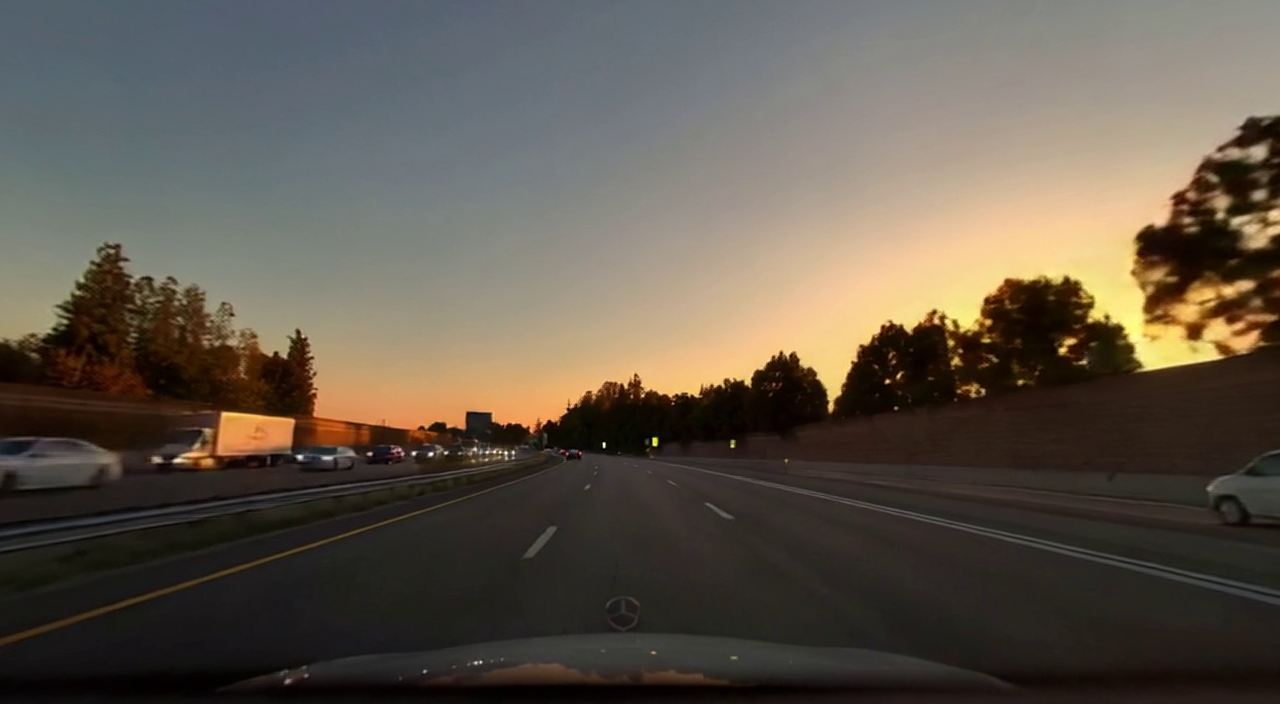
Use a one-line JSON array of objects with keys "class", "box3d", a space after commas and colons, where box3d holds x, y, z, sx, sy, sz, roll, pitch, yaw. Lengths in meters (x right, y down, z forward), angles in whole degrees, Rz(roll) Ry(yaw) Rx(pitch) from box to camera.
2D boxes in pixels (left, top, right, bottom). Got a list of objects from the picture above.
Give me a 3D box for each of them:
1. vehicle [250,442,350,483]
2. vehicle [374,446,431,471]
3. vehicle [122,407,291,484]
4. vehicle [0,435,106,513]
[{"class": "vehicle", "box3d": [-13.932, 4.542, 26.008, 1.870, 1.494, 4.423, 0, -9, -3]}, {"class": "vehicle", "box3d": [-15.462, 6.949, 41.125, 1.946, 1.539, 5.095, 0, -9, -3]}, {"class": "vehicle", "box3d": [-20.195, 4.489, 30.006, 2.672, 3.162, 7.942, 0, -9, -3]}, {"class": "vehicle", "box3d": [-13.357, 2.369, 12.152, 1.898, 1.484, 4.729, 0, -9, -2]}]
